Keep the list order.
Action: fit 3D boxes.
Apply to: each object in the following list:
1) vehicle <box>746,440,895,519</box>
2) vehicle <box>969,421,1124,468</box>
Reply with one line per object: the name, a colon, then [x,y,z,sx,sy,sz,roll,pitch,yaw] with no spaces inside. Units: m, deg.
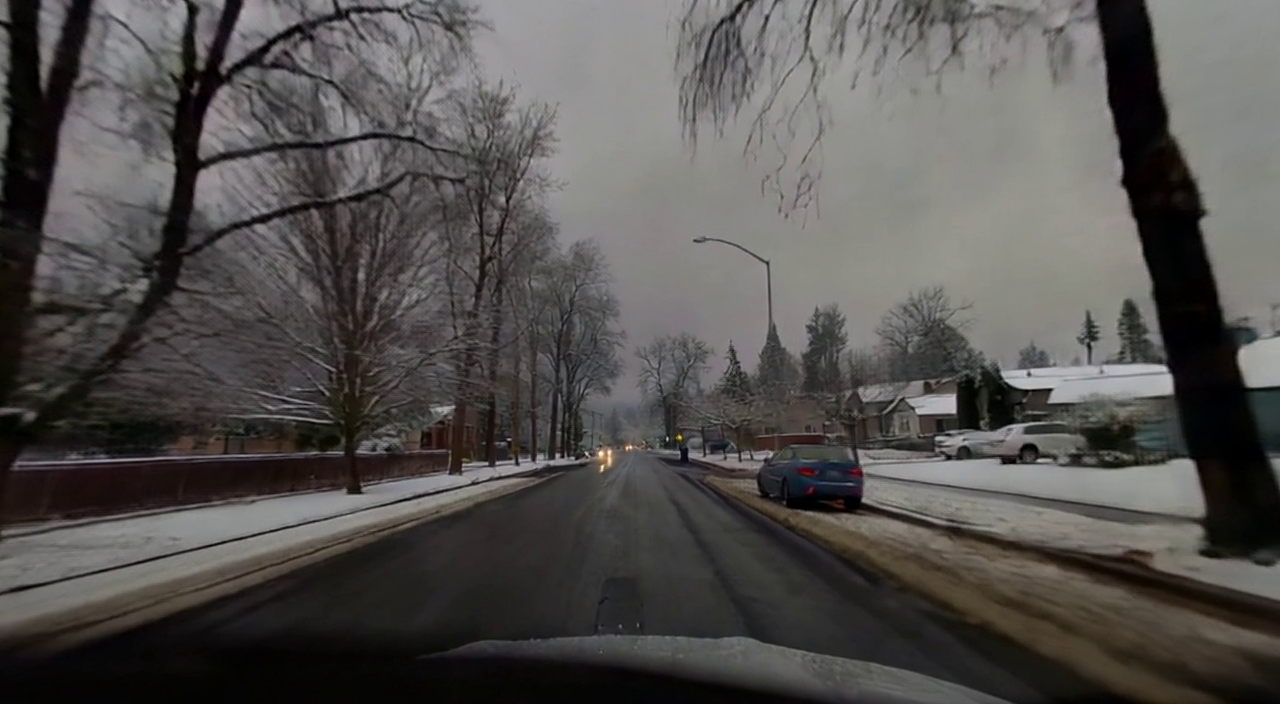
vehicle: [3.826,2.764,14.278,2.013,1.473,4.329,0,-8,-1]
vehicle: [15.400,3.533,24.116,4.505,1.667,2.018,0,-8,-2]
